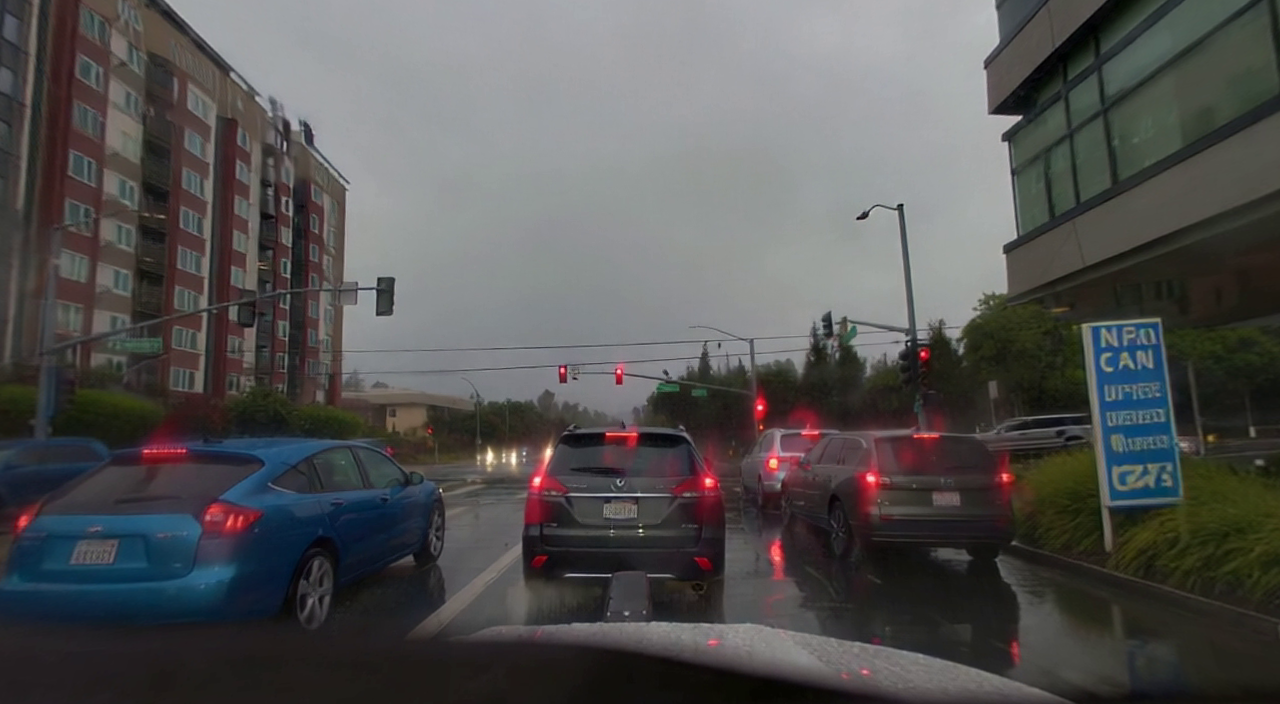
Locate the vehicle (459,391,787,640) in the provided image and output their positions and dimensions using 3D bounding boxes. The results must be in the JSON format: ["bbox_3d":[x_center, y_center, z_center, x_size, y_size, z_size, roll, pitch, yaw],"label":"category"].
[{"bbox_3d":[-0.128,1.409,6.436,2.195,1.662,4.262,0,-8,0],"label":"vehicle"}]

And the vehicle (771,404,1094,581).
[{"bbox_3d":[3.228,1.660,8.259,2.004,1.646,4.554,0,-8,0],"label":"vehicle"}]

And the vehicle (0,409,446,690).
[{"bbox_3d":[-3.545,1.419,5.813,1.906,1.524,4.547,0,-8,2],"label":"vehicle"}]
